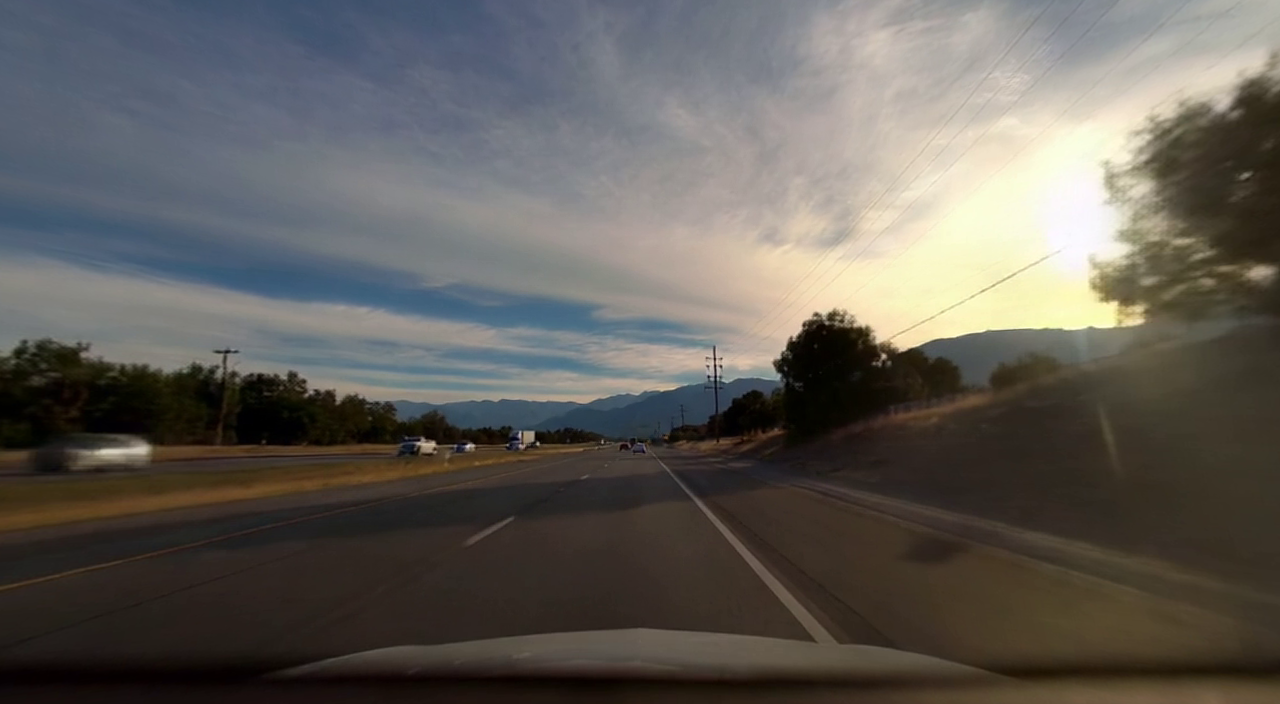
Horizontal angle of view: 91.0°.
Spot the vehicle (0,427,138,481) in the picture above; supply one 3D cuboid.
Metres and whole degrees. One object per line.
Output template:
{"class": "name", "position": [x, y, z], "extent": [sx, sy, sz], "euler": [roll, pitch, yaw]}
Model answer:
{"class": "vehicle", "position": [-20.945, 3.612, 22.529], "extent": [1.999, 1.691, 4.714], "euler": [0, -8, 1]}
